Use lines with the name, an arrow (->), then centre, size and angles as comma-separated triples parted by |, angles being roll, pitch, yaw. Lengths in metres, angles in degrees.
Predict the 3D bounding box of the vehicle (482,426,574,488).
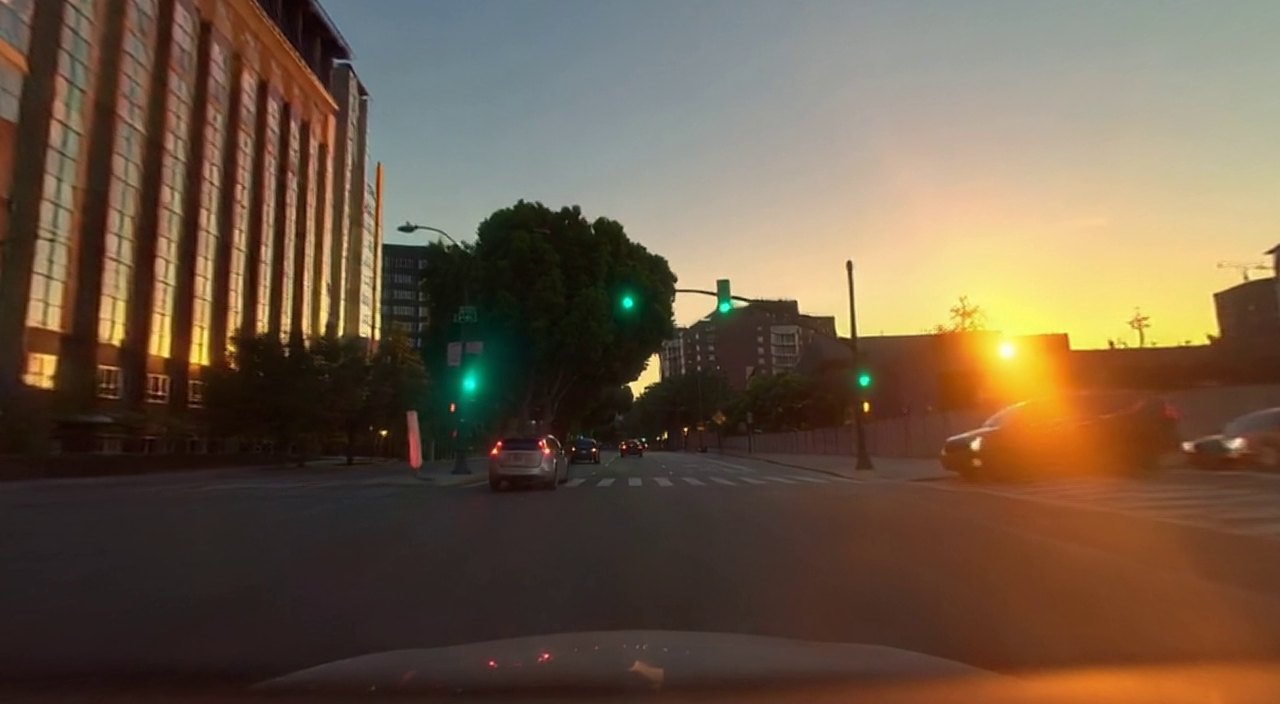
vehicle -> -3.386, 3.300, 20.048 | 2.116, 1.725, 4.315 | 0, -9, 0

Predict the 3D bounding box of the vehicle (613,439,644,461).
vehicle -> -0.893, 7.047, 45.461 | 2.095, 1.438, 3.843 | 0, -9, -3

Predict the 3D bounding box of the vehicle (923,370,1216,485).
vehicle -> 11.861, 2.126, 17.882 | 6.233, 2.668, 2.627 | -3, -8, -3

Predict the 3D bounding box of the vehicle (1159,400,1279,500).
vehicle -> 13.196, 1.783, 12.334 | 4.328, 1.742, 1.942 | -3, -7, -1

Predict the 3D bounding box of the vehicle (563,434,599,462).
vehicle -> -3.967, 6.573, 43.199 | 2.152, 1.802, 4.628 | 0, -9, -2
